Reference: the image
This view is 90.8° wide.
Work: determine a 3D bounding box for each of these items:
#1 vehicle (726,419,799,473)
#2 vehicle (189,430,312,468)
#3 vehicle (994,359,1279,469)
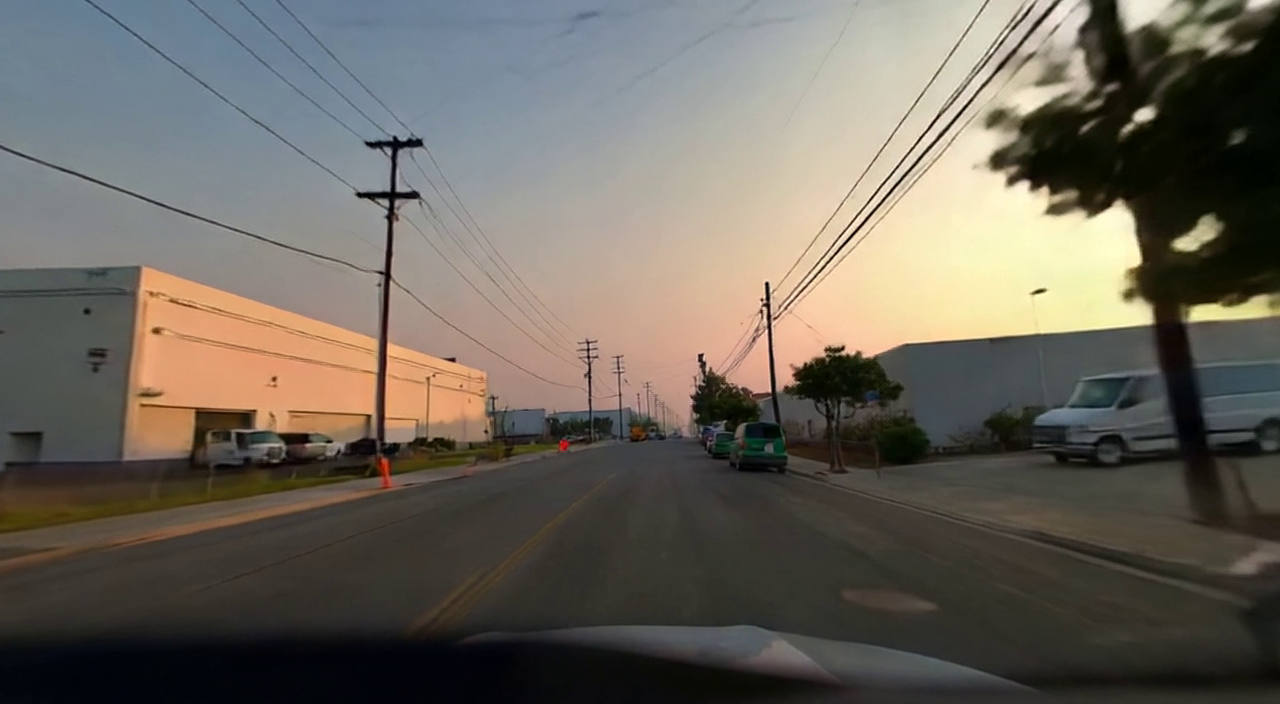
[{"bbox_3d":[4.848,3.802,25.844,2.010,1.985,5.124,-1,-8,1],"label":"vehicle"},{"bbox_3d":[-18.474,4.616,30.335,2.102,1.628,5.130,-2,-8,10],"label":"vehicle"},{"bbox_3d":[12.574,1.574,15.673,6.092,2.433,2.196,-2,-8,4],"label":"vehicle"}]
